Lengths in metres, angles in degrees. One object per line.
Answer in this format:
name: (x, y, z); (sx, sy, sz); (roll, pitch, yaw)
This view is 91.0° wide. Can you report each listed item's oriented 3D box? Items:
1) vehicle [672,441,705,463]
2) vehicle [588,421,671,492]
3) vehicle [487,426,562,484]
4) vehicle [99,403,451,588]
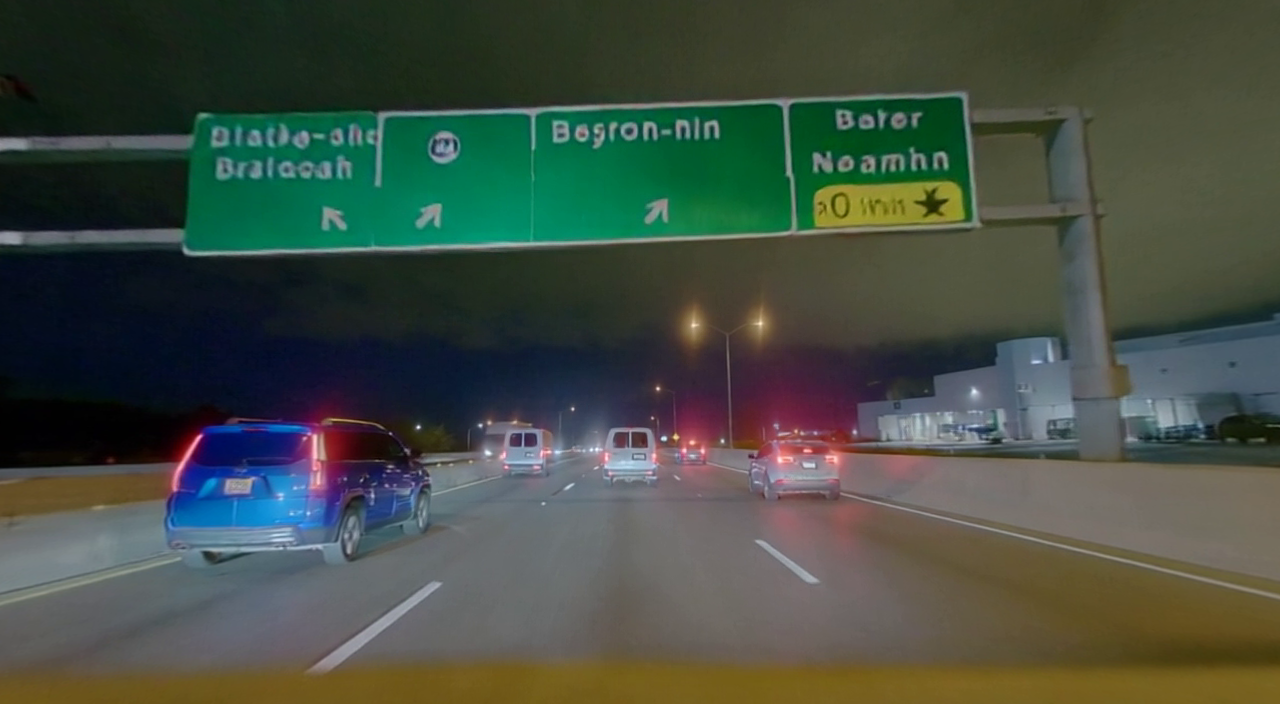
vehicle: (3.503, 7.299, 46.219); (1.999, 1.494, 3.833); (0, -8, -2)
vehicle: (-0.337, 3.216, 19.741); (2.304, 1.925, 4.282); (0, -8, -1)
vehicle: (-4.169, 3.781, 23.445); (2.038, 1.936, 4.300); (0, -8, -1)
vehicle: (-4.078, 1.648, 8.123); (1.972, 1.703, 4.333); (0, -8, -1)
